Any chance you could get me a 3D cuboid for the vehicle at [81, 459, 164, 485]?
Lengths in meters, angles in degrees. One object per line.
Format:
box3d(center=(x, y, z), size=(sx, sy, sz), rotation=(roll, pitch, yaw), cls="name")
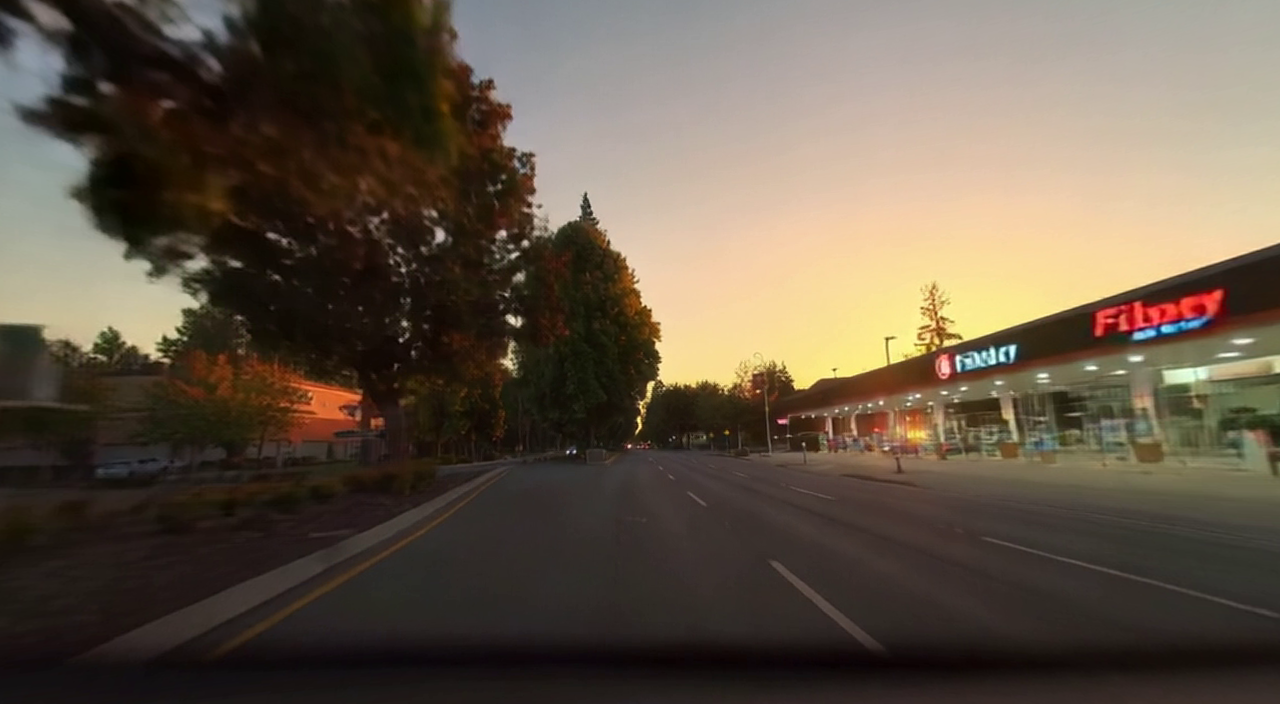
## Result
box3d(center=(-37.290, 8.650, 45.583), size=(4.316, 1.603, 1.815), rotation=(-2, -9, -2), cls="vehicle")
